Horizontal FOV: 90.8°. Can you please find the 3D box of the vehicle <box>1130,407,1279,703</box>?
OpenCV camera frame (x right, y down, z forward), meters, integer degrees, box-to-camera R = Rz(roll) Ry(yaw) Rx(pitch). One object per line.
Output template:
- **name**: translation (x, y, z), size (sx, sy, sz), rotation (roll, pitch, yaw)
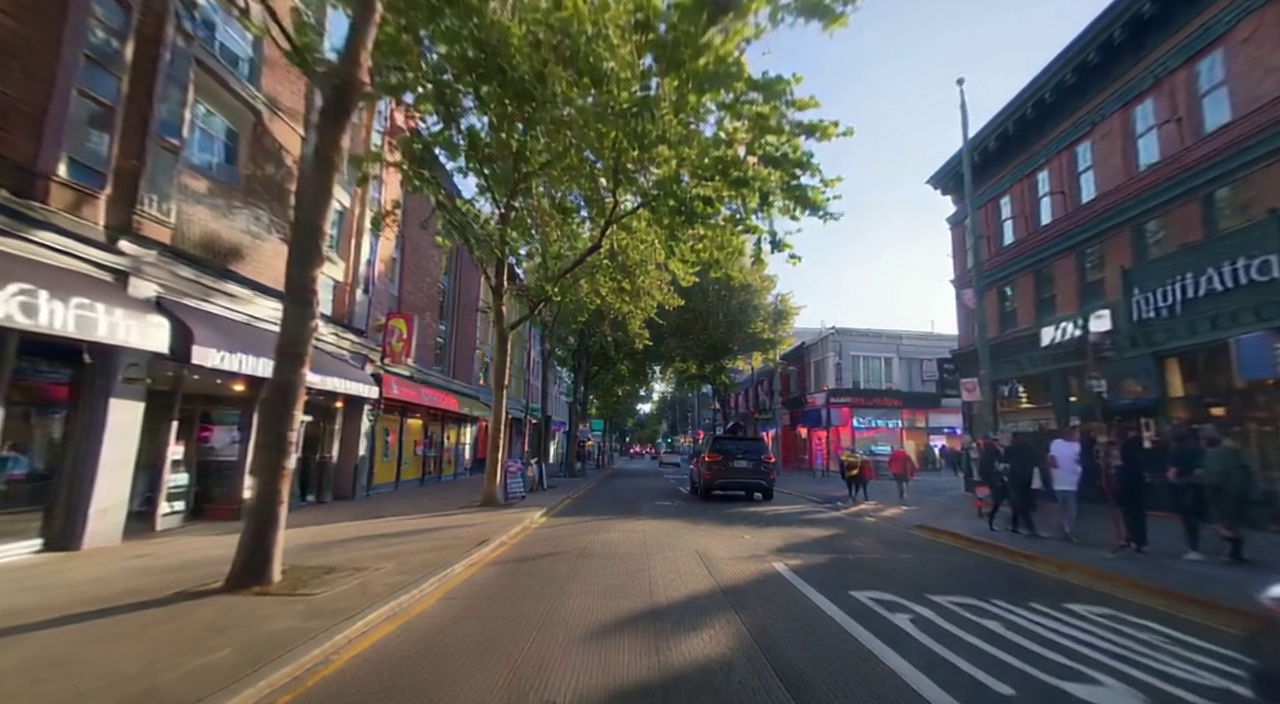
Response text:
- **vehicle**: translation (3.492, 0.773, 0.967), size (1.971, 1.559, 4.326), rotation (0, -9, 0)
